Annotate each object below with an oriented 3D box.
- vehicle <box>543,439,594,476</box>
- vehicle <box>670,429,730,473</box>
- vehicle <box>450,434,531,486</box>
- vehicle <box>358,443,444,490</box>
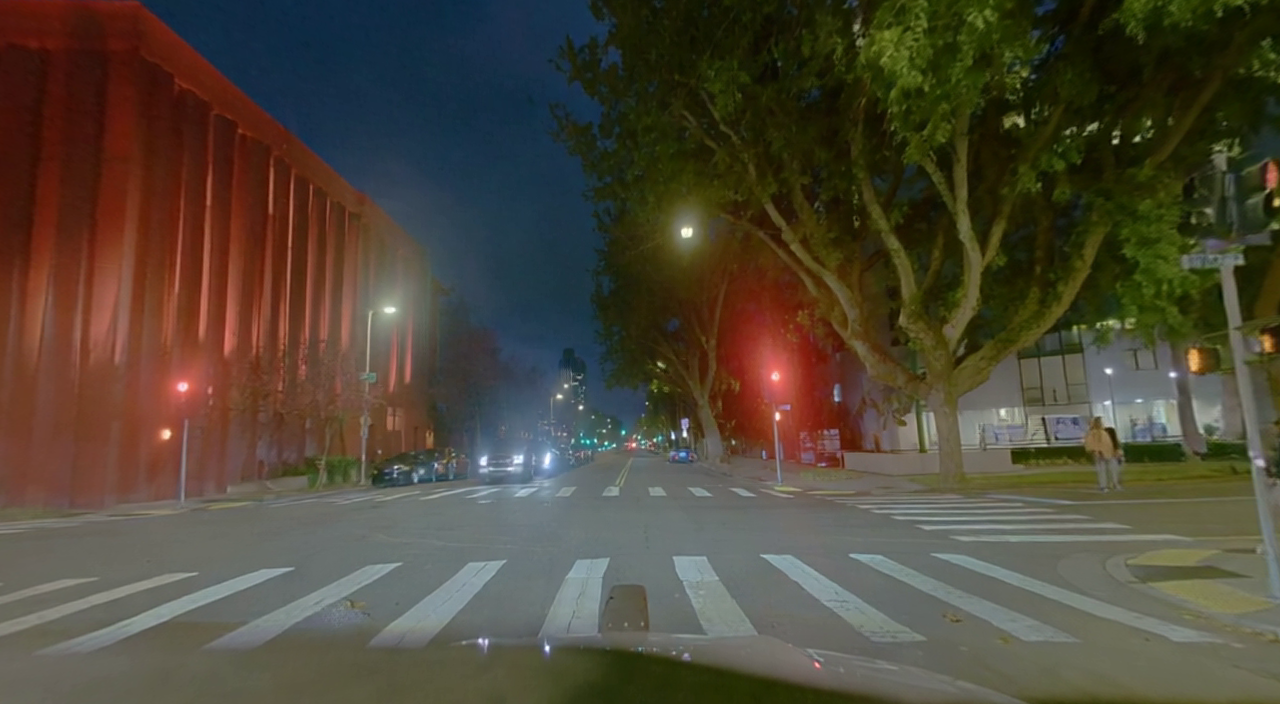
[{"bbox_3d":[-3.282,4.910,29.535,2.033,1.596,4.142,0,-8,-2],"label":"vehicle"},{"bbox_3d":[3.101,5.313,34.064,2.557,2.188,5.164,1,-8,-2],"label":"vehicle"},{"bbox_3d":[-5.950,4.349,25.737,2.242,1.887,4.924,0,-8,-2],"label":"vehicle"},{"bbox_3d":[-9.910,4.747,26.588,2.216,1.804,4.526,1,-8,-5],"label":"vehicle"}]
